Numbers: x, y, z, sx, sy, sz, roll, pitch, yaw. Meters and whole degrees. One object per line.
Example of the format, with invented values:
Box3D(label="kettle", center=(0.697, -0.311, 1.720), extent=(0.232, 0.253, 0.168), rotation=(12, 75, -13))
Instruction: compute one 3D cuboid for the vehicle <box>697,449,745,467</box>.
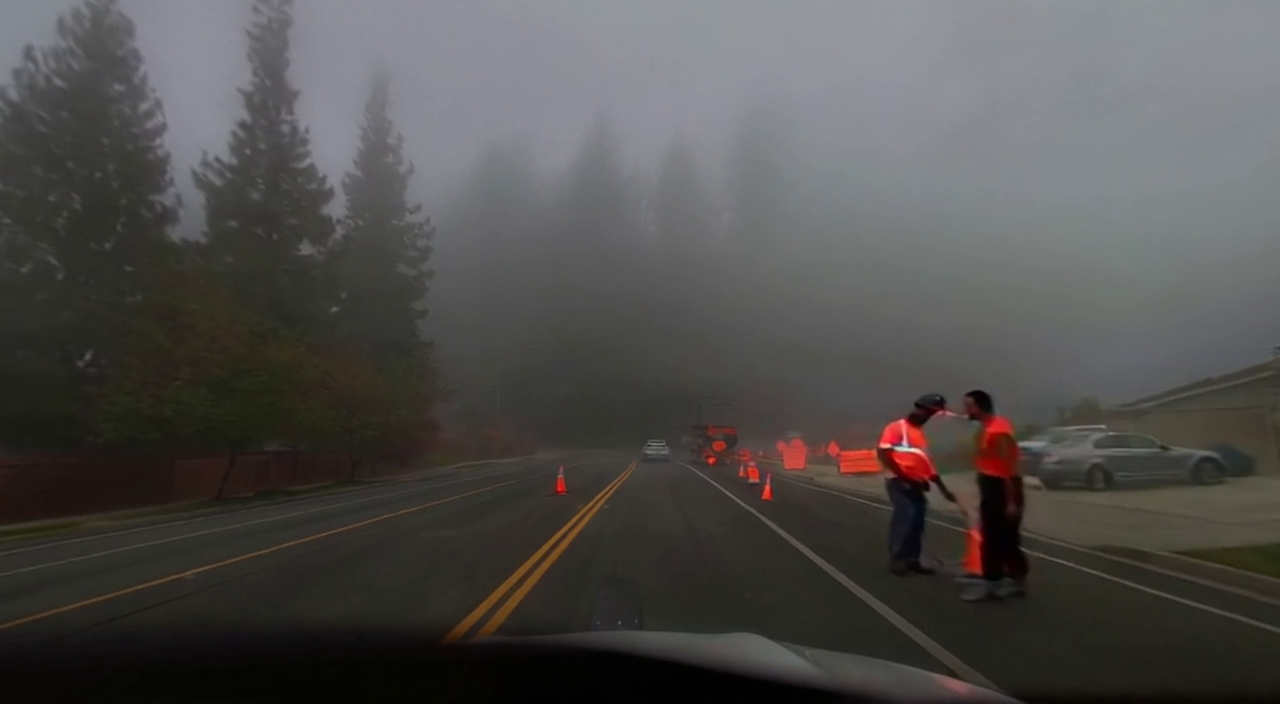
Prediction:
Box3D(label="vehicle", center=(4.169, 5.535, 32.925), extent=(2.123, 0.883, 3.024), rotation=(0, -8, 1))

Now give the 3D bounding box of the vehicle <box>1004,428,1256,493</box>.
Box3D(label="vehicle", center=(11.706, 2.611, 15.340), extent=(4.463, 1.466, 1.813), rotation=(-1, -8, 5))

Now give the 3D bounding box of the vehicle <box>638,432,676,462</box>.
Box3D(label="vehicle", center=(1.011, 5.819, 38.599), extent=(2.151, 1.708, 4.084), rotation=(0, -8, 1))
